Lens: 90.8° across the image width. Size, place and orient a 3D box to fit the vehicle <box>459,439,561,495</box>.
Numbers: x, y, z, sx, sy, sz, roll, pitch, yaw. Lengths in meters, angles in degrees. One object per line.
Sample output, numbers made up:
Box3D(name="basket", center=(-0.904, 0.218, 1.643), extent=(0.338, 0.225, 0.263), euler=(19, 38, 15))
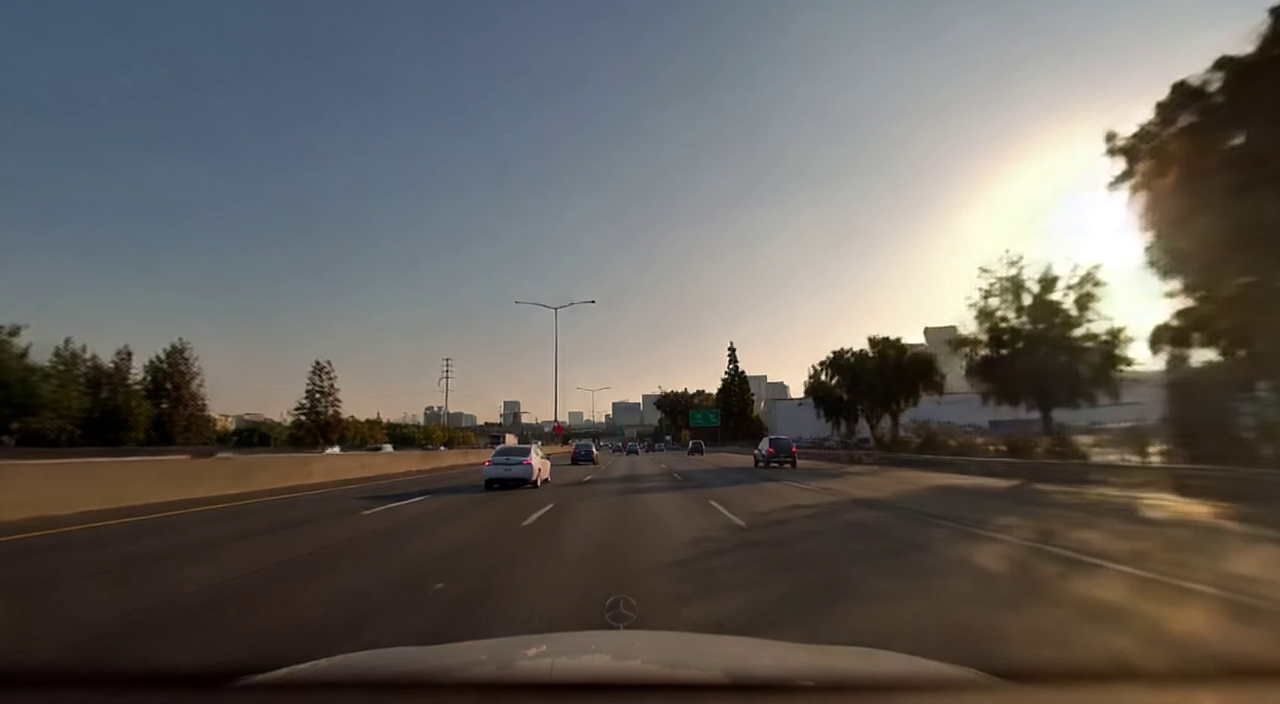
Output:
Box3D(name="vehicle", center=(-3.697, 3.373, 18.951), extent=(2.047, 1.469, 4.614), euler=(0, -9, 0))

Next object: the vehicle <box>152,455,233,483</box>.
Box3D(name="vehicle", center=(-24.515, 6.406, 34.798), extent=(1.724, 1.414, 3.765), euler=(0, -9, -1))

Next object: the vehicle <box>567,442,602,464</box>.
Box3D(name="vehicle", center=(-3.897, 7.194, 45.112), extent=(2.078, 1.464, 4.093), euler=(0, -9, 0))

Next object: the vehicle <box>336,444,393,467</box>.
Box3D(name="vehicle", center=(-21.091, 7.925, 48.588), extent=(2.136, 1.695, 5.011), euler=(0, -9, 0))

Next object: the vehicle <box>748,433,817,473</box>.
Box3D(name="vehicle", center=(6.790, 4.867, 30.667), extent=(2.147, 1.769, 4.666), euler=(0, -9, -2))
